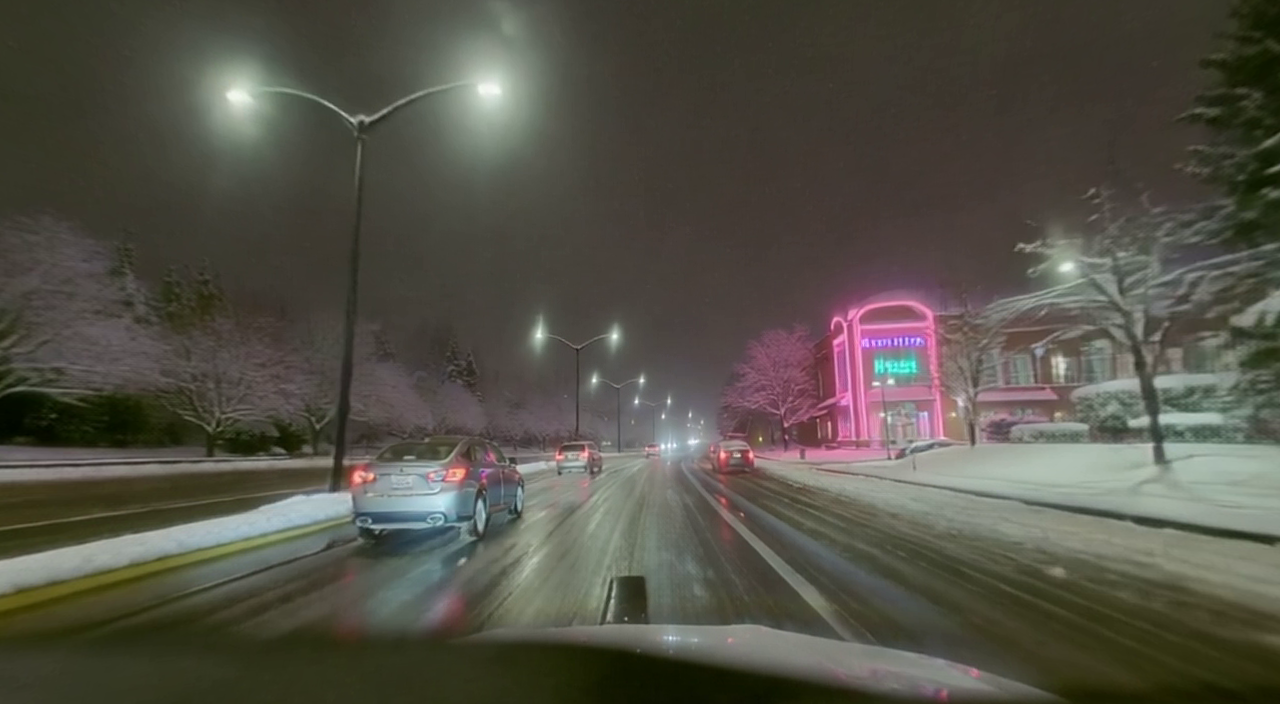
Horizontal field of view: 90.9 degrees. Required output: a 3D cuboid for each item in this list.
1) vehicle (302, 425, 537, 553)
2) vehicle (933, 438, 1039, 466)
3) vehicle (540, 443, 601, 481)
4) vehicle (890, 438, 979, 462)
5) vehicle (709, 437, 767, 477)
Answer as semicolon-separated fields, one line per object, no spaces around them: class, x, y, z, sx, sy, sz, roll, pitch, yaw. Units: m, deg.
vehicle;-3.101;2.030;10.078;2.118;1.568;4.436;0;-8;1
vehicle;18.920;5.477;34.630;4.502;1.454;2.129;0;-9;0
vehicle;-2.872;4.652;27.005;1.980;1.454;4.226;-1;-8;3
vehicle;18.759;6.267;40.358;4.583;1.491;2.192;0;-8;-1
vehicle;4.538;4.924;29.778;2.103;1.699;4.171;0;-8;1
